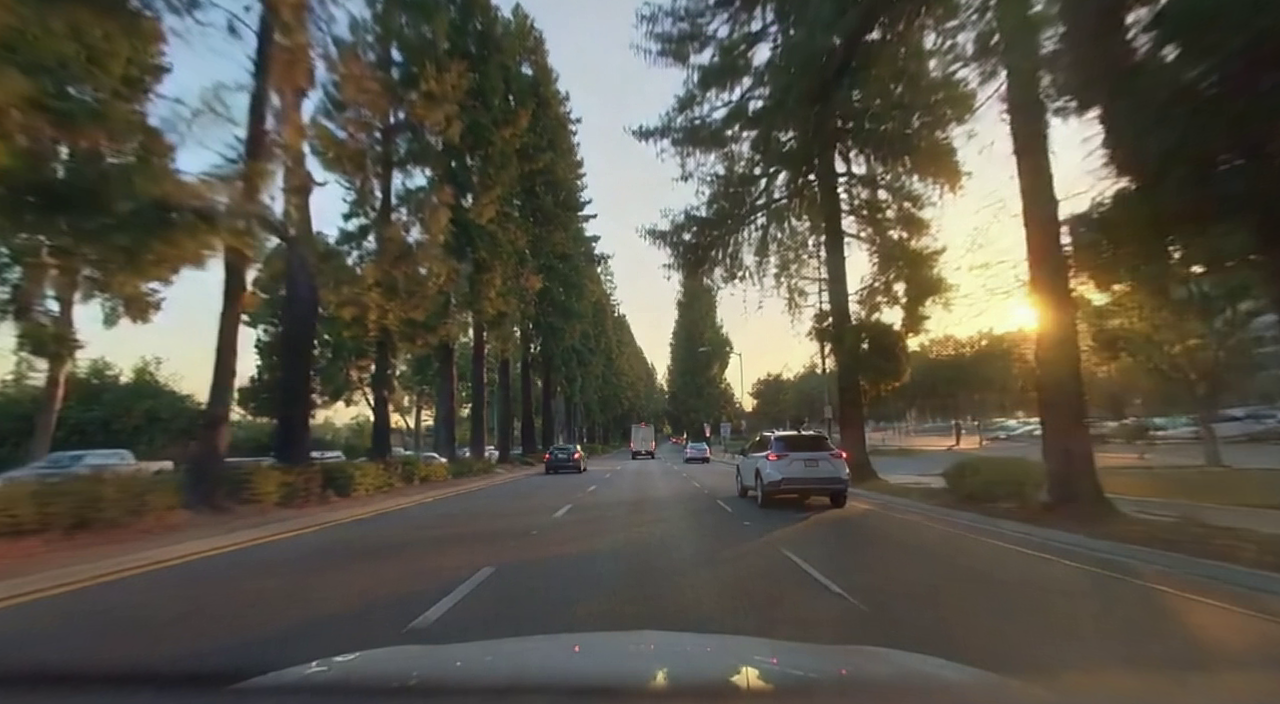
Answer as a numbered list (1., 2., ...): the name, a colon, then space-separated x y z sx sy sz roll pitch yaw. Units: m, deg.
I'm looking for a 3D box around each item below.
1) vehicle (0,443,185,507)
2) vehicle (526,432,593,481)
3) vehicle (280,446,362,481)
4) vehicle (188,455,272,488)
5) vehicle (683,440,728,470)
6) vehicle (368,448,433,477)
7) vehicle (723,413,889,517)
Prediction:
1. vehicle: -17.592 3.851 20.310 2.124 1.803 4.878 0 -8 1
2. vehicle: -3.397 4.525 27.619 2.255 1.940 4.822 0 -8 0
3. vehicle: -17.535 6.124 34.935 2.059 1.780 4.641 0 -8 1
4. vehicle: -24.257 7.062 37.531 2.173 1.674 4.690 1 -8 -6
5. vehicle: 4.028 6.374 39.296 2.280 1.757 4.572 0 -8 0
6. vehicle: -13.592 6.253 36.027 1.887 1.513 4.442 0 -8 1
7. vehicle: 3.608 2.636 15.278 2.381 2.008 5.971 0 -8 0
